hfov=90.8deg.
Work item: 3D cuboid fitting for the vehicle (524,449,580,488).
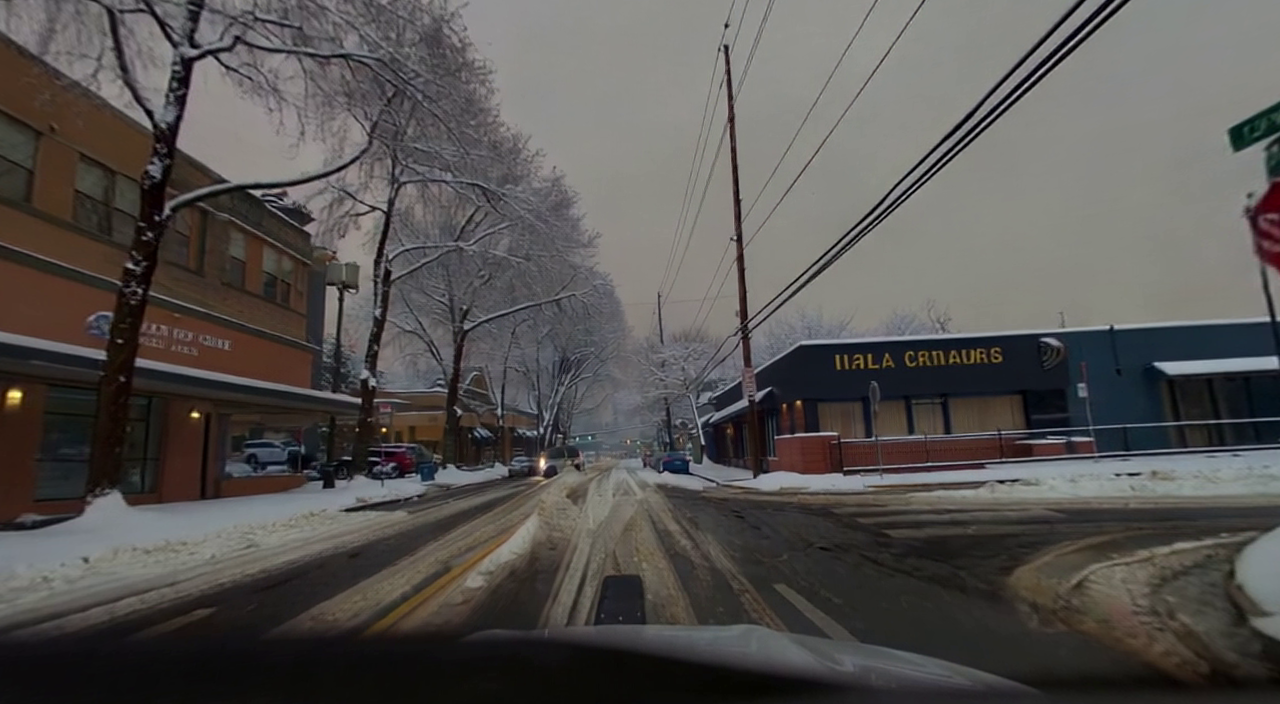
[{"bbox_3d":[-4.788,6.397,35.157,2.495,1.966,4.846,0,-8,-1],"label":"vehicle"}]

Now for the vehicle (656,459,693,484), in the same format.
[{"bbox_3d":[2.105,7.512,39.814,1.877,1.373,3.854,0,-8,-4],"label":"vehicle"}]

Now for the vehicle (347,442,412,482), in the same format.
[{"bbox_3d":[-19.487,8.232,47.624,2.256,2.668,5.979,0,-7,0],"label":"vehicle"}]

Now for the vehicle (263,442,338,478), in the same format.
[{"bbox_3d":[-25.441,8.075,47.614,2.288,2.514,5.886,0,-8,0],"label":"vehicle"}]

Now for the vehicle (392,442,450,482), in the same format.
[{"bbox_3d":[-16.559,8.352,48.177,2.715,2.789,6.225,0,-10,-5],"label":"vehicle"}]

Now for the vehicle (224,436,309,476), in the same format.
[{"bbox_3d":[-28.111,7.810,47.902,2.249,2.760,6.636,0,-8,1],"label":"vehicle"}]
